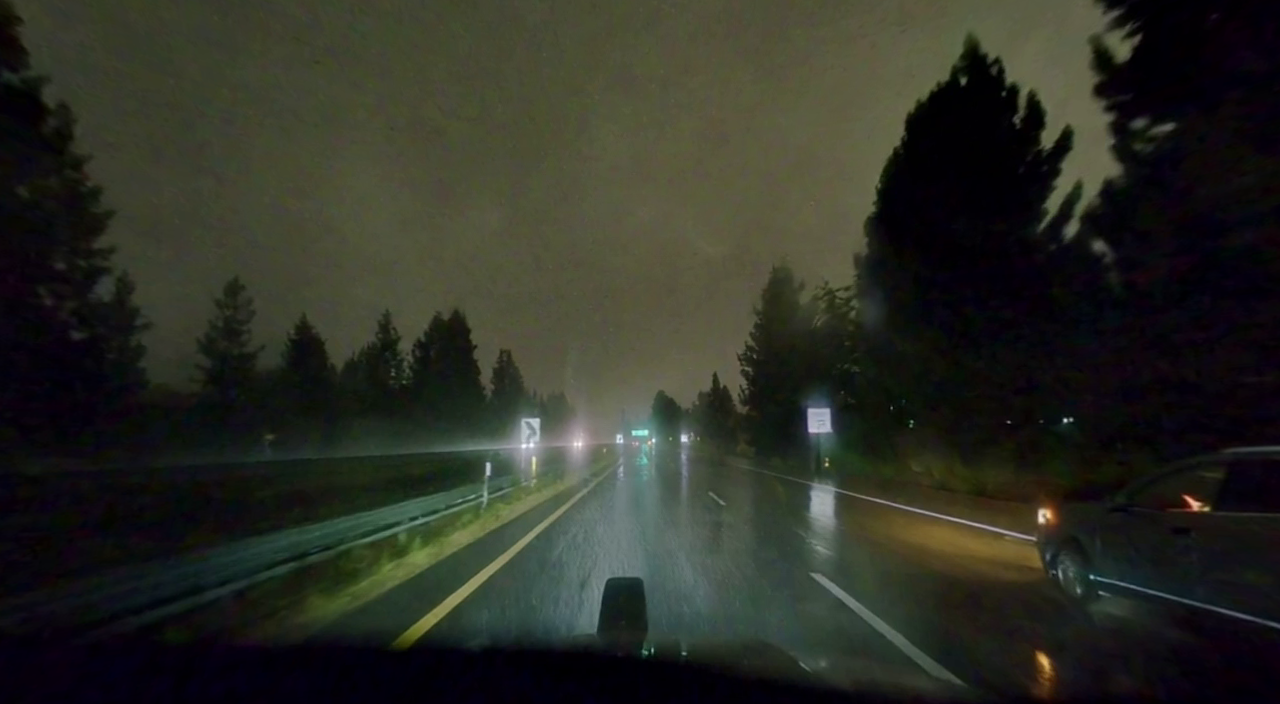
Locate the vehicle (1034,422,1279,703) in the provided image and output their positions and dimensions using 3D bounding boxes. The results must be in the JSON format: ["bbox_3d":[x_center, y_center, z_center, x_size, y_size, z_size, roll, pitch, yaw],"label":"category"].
[{"bbox_3d":[3.611,0.884,1.764,1.959,1.428,4.828,0,-8,1],"label":"vehicle"}]
